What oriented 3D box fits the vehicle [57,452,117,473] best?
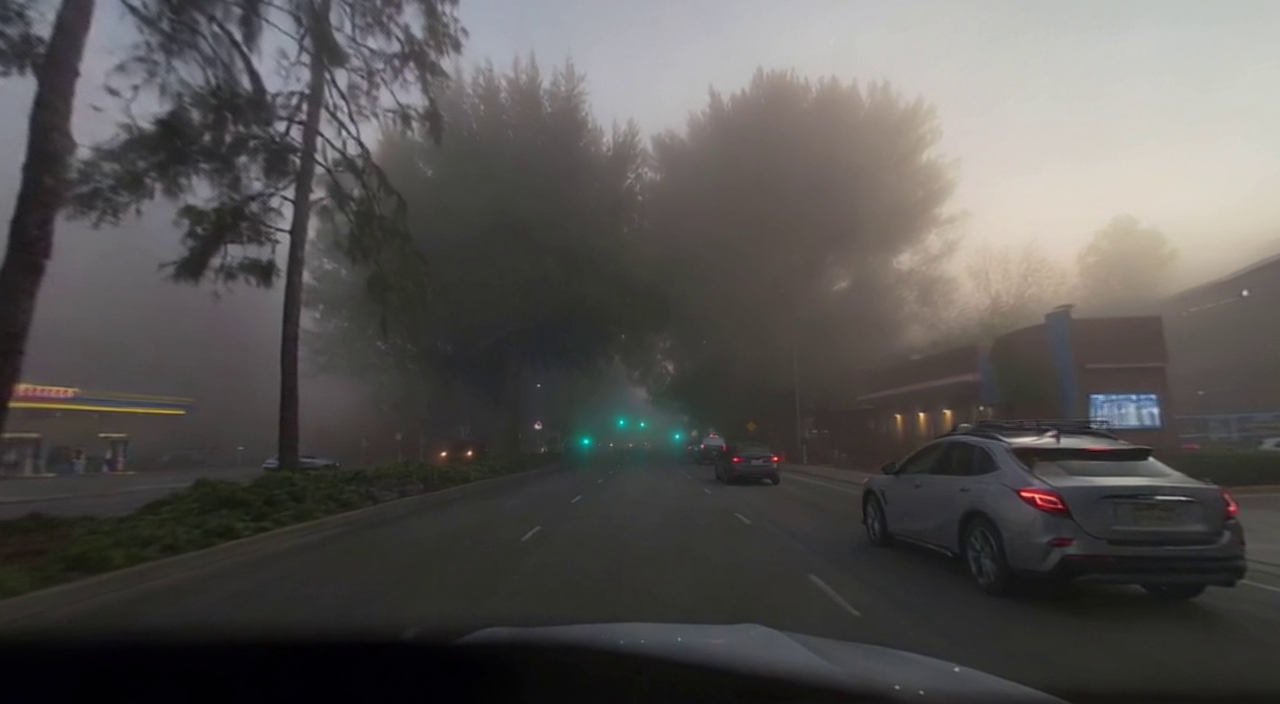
[{"bbox_3d":[-41.304,8.217,47.139,1.583,1.354,4.281,1,-7,-15],"label":"vehicle"}]

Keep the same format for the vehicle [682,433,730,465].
[{"bbox_3d":[4.325,6.494,42.221,2.611,1.983,5.165,0,-8,0],"label":"vehicle"}]

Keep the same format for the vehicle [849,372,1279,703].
[{"bbox_3d":[3.631,1.286,5.570,1.875,1.665,4.931,0,-8,0],"label":"vehicle"}]

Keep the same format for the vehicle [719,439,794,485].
[{"bbox_3d":[4.009,3.857,22.444,1.871,1.442,4.122,0,-8,0],"label":"vehicle"}]
